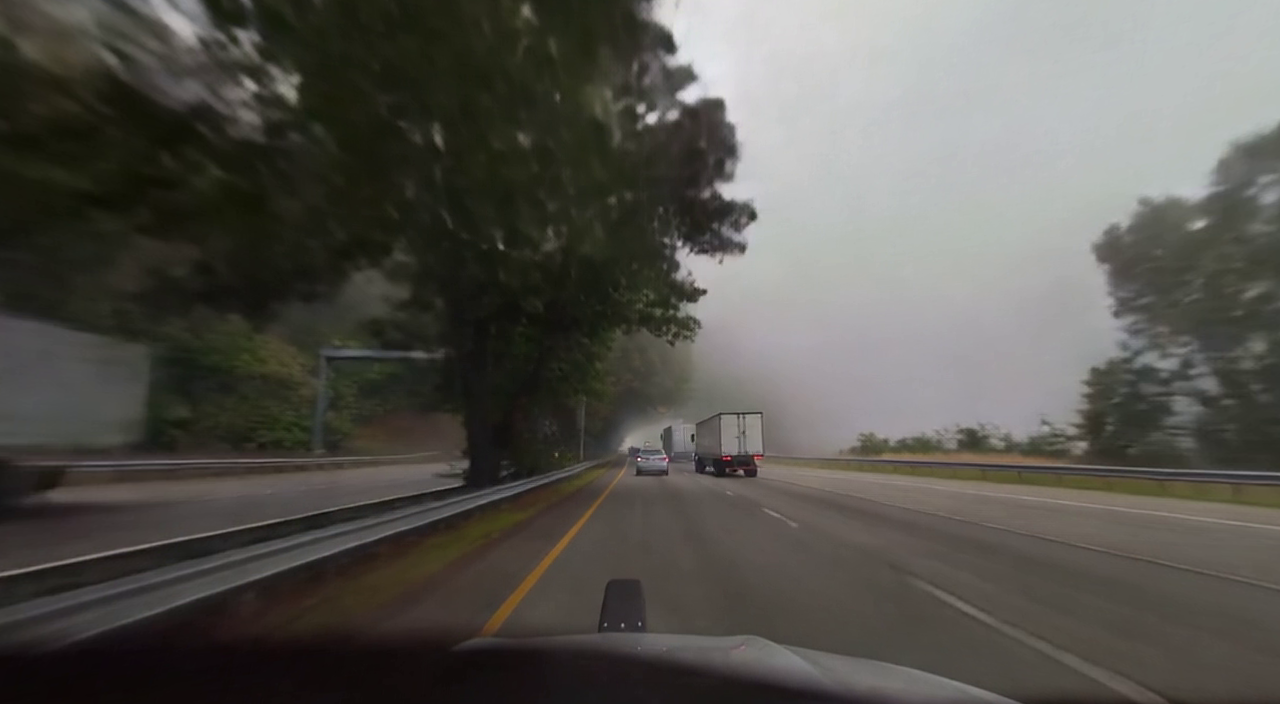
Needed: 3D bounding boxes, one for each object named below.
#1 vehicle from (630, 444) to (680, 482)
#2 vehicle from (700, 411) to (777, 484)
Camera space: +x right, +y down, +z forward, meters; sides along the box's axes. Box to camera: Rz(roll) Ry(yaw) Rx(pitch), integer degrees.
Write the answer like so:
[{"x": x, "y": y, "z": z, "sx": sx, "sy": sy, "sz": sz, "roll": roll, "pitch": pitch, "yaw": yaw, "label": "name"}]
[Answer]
[{"x": 0.602, "y": 4.885, "z": 28.017, "sx": 2.069, "sy": 1.523, "sz": 4.012, "roll": 0, "pitch": -9, "yaw": -1, "label": "vehicle"}, {"x": 4.835, "y": 4.889, "z": 32.460, "sx": 2.600, "sy": 3.282, "sz": 7.635, "roll": 0, "pitch": -9, "yaw": -1, "label": "vehicle"}]
